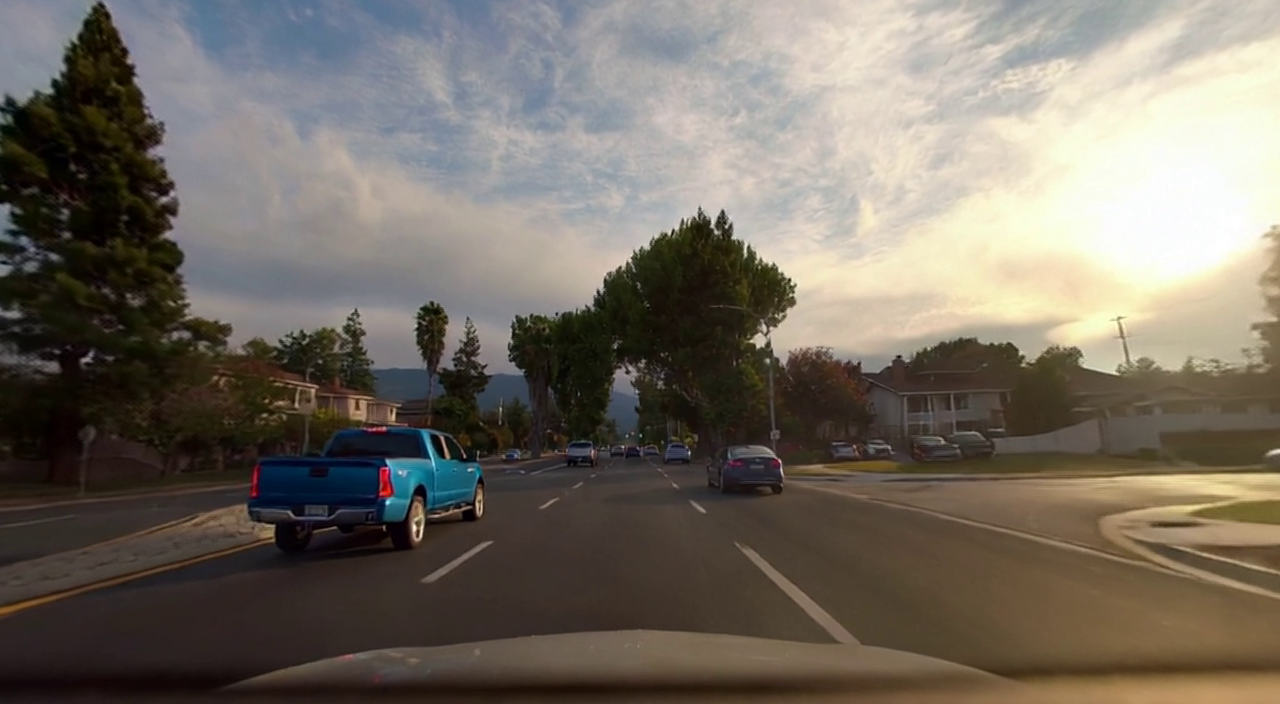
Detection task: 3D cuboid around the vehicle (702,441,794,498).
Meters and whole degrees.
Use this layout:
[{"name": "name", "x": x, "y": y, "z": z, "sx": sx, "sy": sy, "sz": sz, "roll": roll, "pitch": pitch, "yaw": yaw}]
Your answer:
[{"name": "vehicle", "x": 3.032, "y": 3.394, "z": 18.655, "sx": 1.884, "sy": 1.463, "sz": 4.195, "roll": 0, "pitch": -8, "yaw": -1}]

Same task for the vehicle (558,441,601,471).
[{"name": "vehicle", "x": -3.823, "y": 6.667, "z": 40.647, "sx": 2.218, "sy": 1.829, "sz": 4.492, "roll": 0, "pitch": -9, "yaw": 1}]

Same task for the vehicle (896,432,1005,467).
[{"name": "vehicle", "x": 17.107, "y": 5.381, "z": 35.016, "sx": 1.991, "sy": 1.806, "sz": 4.902, "roll": 7, "pitch": -11, "yaw": -39}]

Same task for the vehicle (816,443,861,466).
[{"name": "vehicle", "x": 13.641, "y": 7.045, "z": 43.615, "sx": 1.929, "sy": 1.502, "sz": 4.177, "roll": -1, "pitch": -9, "yaw": 3}]

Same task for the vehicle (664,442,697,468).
[{"name": "vehicle", "x": 3.064, "y": 7.969, "z": 49.016, "sx": 2.099, "sy": 1.845, "sz": 4.363, "roll": 0, "pitch": -9, "yaw": -2}]

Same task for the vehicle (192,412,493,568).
[{"name": "vehicle", "x": -3.986, "y": 1.957, "z": 9.857, "sx": 2.111, "sy": 1.745, "sz": 5.274, "roll": 0, "pitch": -8, "yaw": 0}]
